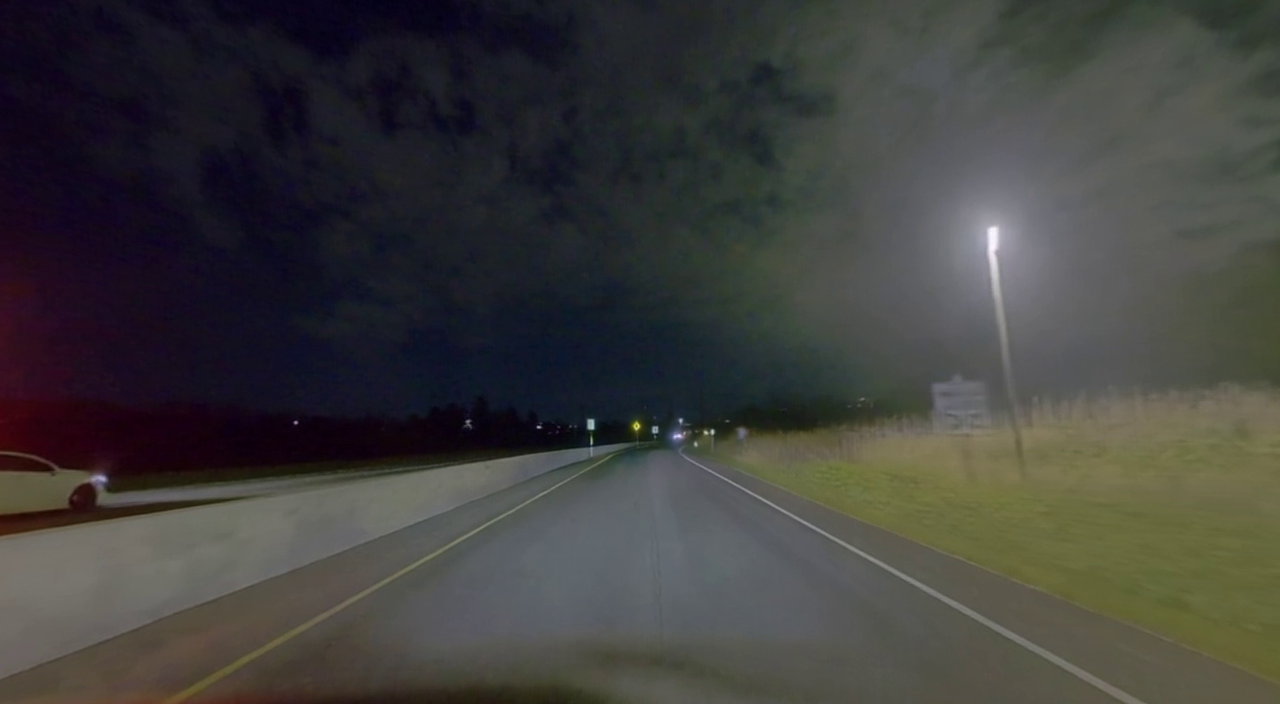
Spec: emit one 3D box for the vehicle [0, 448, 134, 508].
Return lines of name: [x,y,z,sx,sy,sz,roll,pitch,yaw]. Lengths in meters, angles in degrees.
vehicle: [-18.202,3.724,19.028,1.880,1.509,4.775,0,-8,-1]
